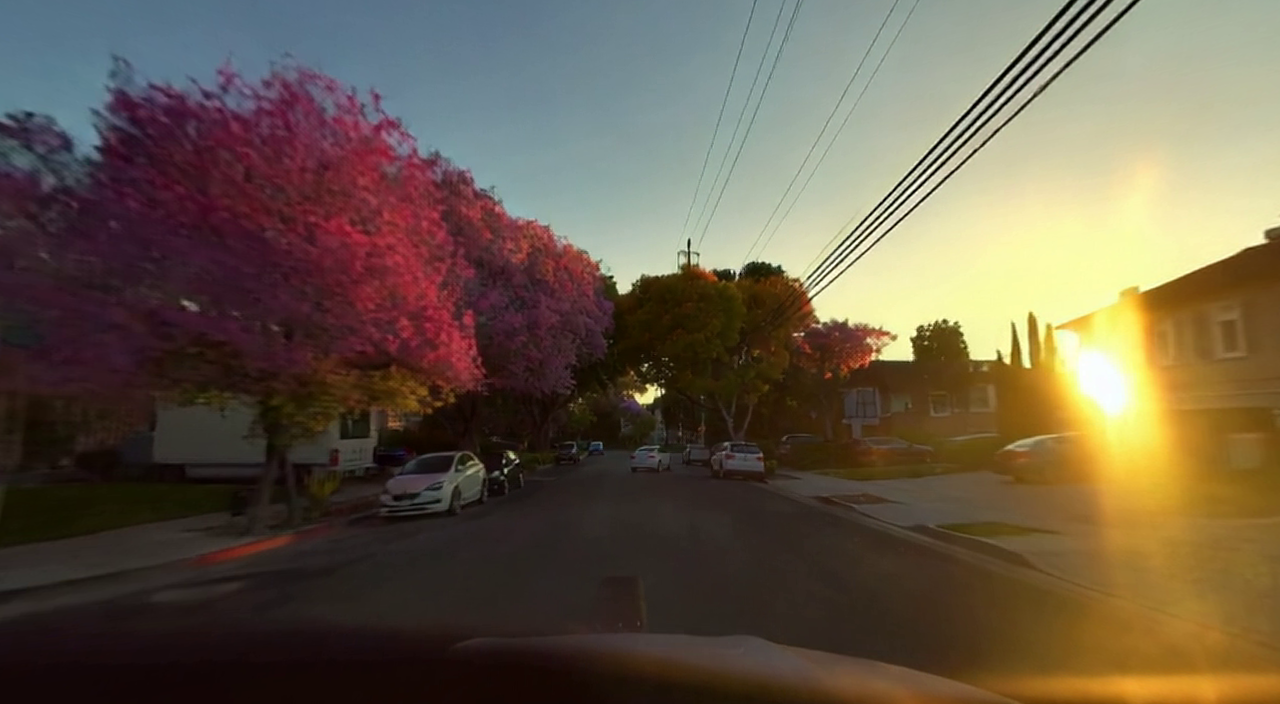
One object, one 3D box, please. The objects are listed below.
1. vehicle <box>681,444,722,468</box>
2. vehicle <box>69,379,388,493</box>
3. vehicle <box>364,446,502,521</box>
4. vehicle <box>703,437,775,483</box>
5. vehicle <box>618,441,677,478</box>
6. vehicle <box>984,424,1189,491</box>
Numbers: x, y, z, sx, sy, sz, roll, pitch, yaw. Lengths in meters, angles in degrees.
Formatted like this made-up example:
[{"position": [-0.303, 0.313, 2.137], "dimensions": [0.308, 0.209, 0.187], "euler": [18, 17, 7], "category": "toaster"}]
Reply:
[{"position": [3.961, 6.787, 41.545], "dimensions": [2.006, 1.489, 4.753], "euler": [0, -8, -2], "category": "vehicle"}, {"position": [-13.047, 2.754, 20.659], "dimensions": [8.239, 3.354, 2.902], "euler": [1, -9, 1], "category": "vehicle"}, {"position": [-4.849, 3.099, 15.539], "dimensions": [1.874, 1.413, 4.442], "euler": [0, -7, 0], "category": "vehicle"}, {"position": [3.832, 4.267, 25.264], "dimensions": [2.103, 1.679, 4.386], "euler": [0, -9, -1], "category": "vehicle"}, {"position": [0.432, 4.574, 27.246], "dimensions": [2.075, 1.449, 4.526], "euler": [-1, -9, 7], "category": "vehicle"}, {"position": [12.346, 2.932, 17.729], "dimensions": [4.186, 1.748, 1.992], "euler": [0, -8, 1], "category": "vehicle"}]
